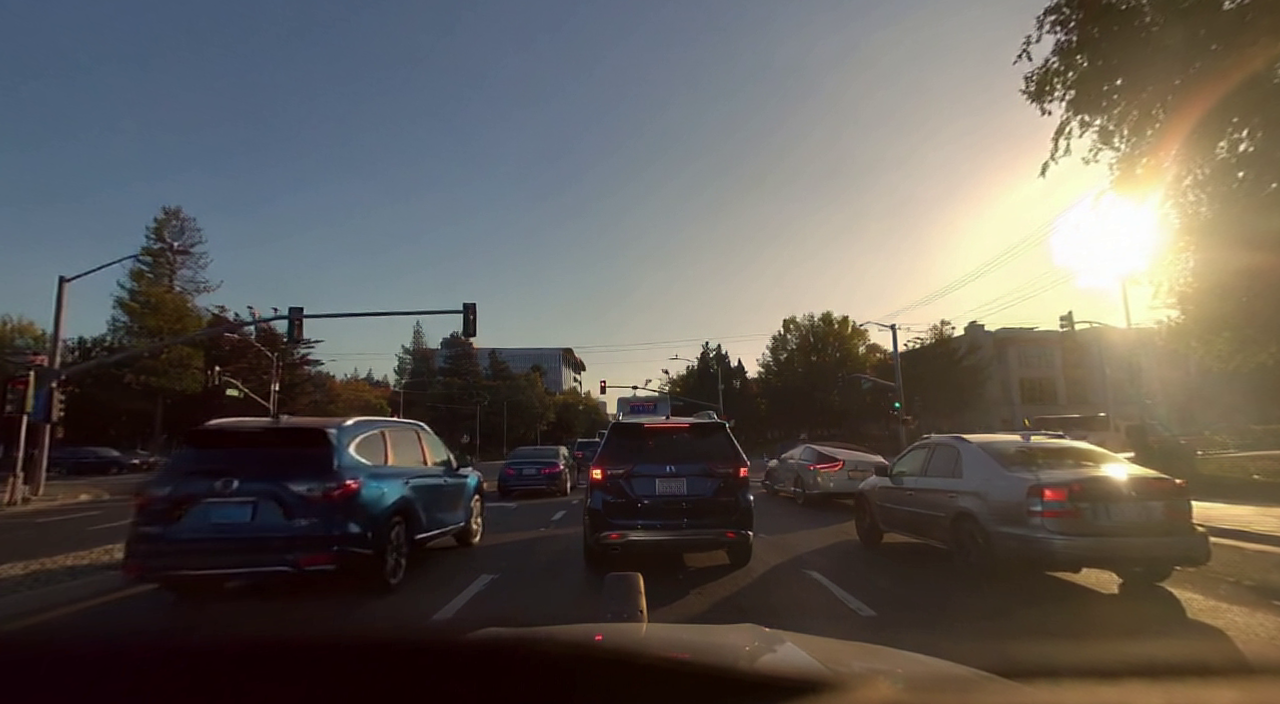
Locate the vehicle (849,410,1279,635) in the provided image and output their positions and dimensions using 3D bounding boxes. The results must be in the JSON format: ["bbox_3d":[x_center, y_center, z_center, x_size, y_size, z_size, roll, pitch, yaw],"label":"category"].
[{"bbox_3d":[3.900,1.513,6.578,1.954,1.592,3.992,0,-8,-1],"label":"vehicle"}]

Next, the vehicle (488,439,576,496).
[{"bbox_3d":[-3.073,3.379,18.861,1.876,1.497,4.308,0,-8,0],"label":"vehicle"}]

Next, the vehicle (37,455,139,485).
[{"bbox_3d":[-31.974,6.812,36.571,4.395,1.636,1.926,-1,-9,8],"label":"vehicle"}]

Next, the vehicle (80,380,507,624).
[{"bbox_3d":[-3.120,1.485,7.253,2.054,1.814,4.941,0,-8,0],"label":"vehicle"}]

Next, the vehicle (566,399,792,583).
[{"bbox_3d":[0.379,1.666,8.326,2.172,1.764,4.338,0,-8,0],"label":"vehicle"}]
